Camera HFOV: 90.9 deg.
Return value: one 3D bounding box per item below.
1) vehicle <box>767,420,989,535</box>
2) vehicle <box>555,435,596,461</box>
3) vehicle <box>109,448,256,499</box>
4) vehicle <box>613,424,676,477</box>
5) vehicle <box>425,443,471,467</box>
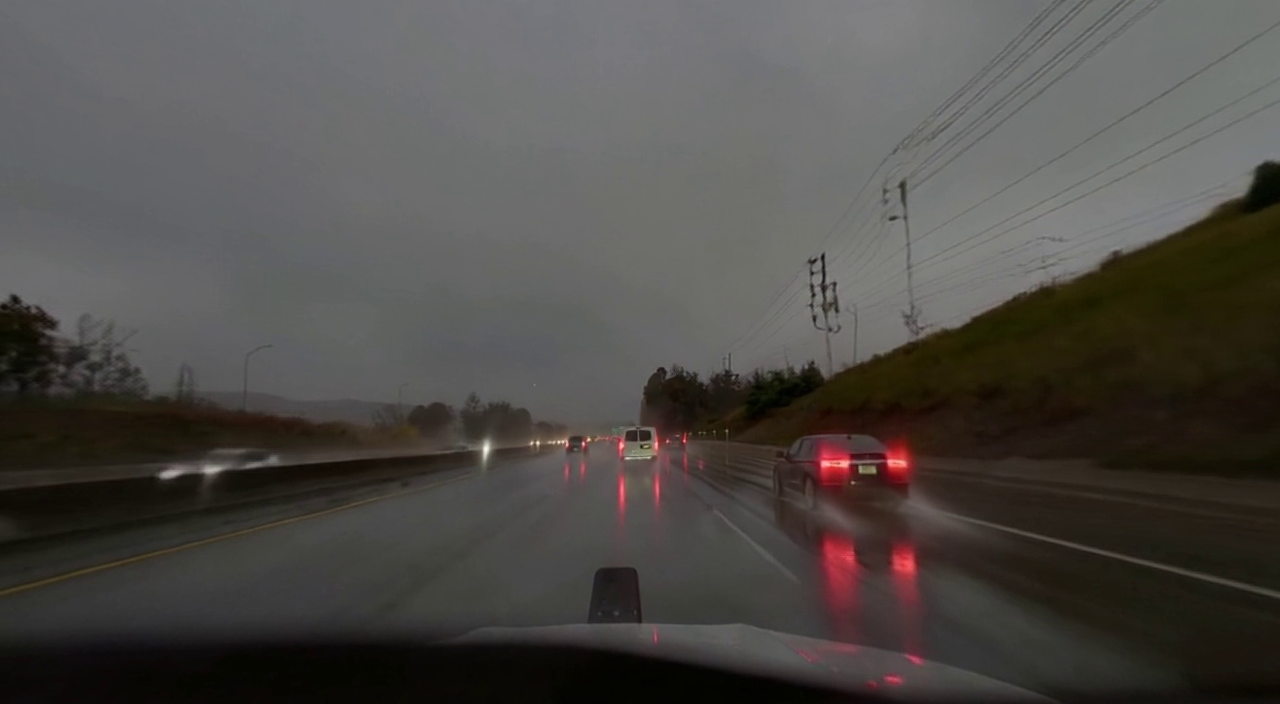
[{"bbox_3d":[3.757,2.043,11.061,1.923,1.562,4.691,0,-8,-2],"label":"vehicle"},{"bbox_3d":[-3.957,5.991,39.501,2.093,1.517,4.648,0,-8,0],"label":"vehicle"},{"bbox_3d":[-15.456,4.077,21.627,1.940,1.466,4.157,0,-8,-1],"label":"vehicle"},{"bbox_3d":[0.105,3.658,23.732,2.159,1.811,4.238,0,-8,-1],"label":"vehicle"},{"bbox_3d":[-12.222,6.556,40.350,1.904,1.452,3.703,0,-7,-2],"label":"vehicle"}]
